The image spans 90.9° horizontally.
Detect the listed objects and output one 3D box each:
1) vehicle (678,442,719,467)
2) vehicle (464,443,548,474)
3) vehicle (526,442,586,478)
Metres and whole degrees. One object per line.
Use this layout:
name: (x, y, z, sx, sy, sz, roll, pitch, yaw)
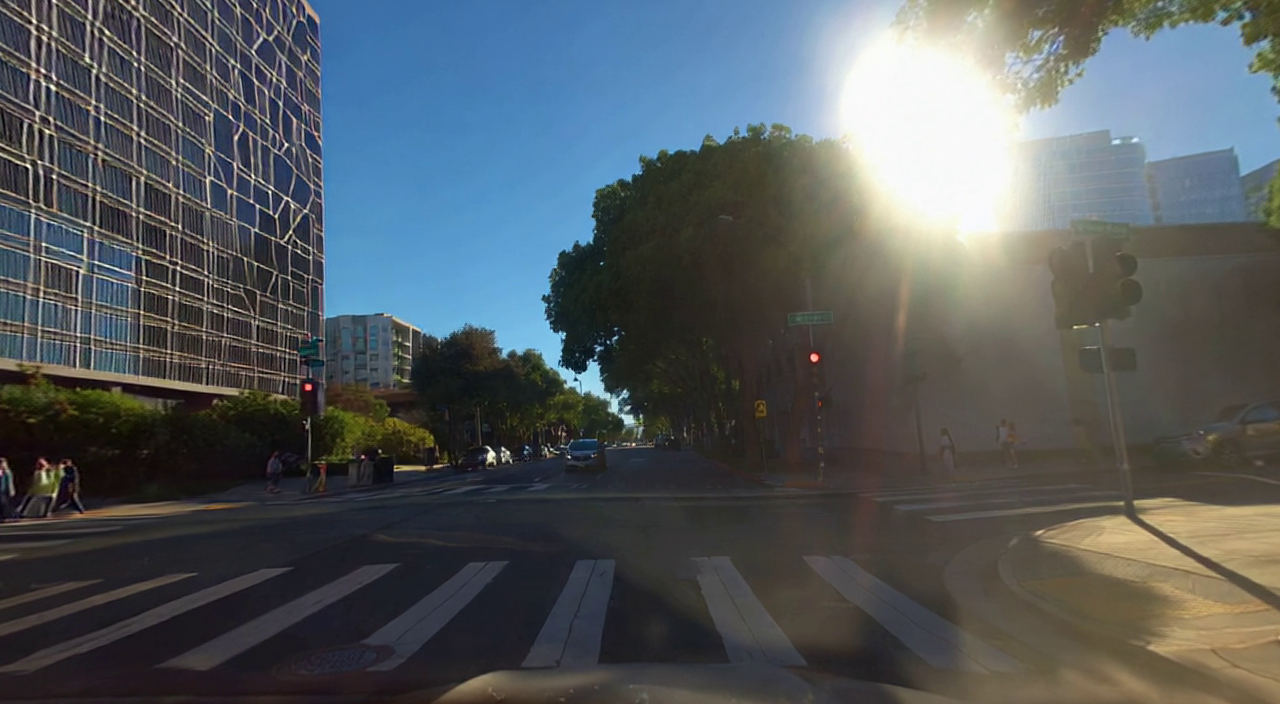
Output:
vehicle: (3.540, 6.283, 38.866, 1.853, 1.426, 4.160, 1, -8, -3)
vehicle: (-8.024, 6.365, 38.017, 1.963, 1.726, 4.526, -8, -12, 44)
vehicle: (-3.670, 4.817, 28.454, 1.989, 1.481, 4.500, 0, -8, 1)
